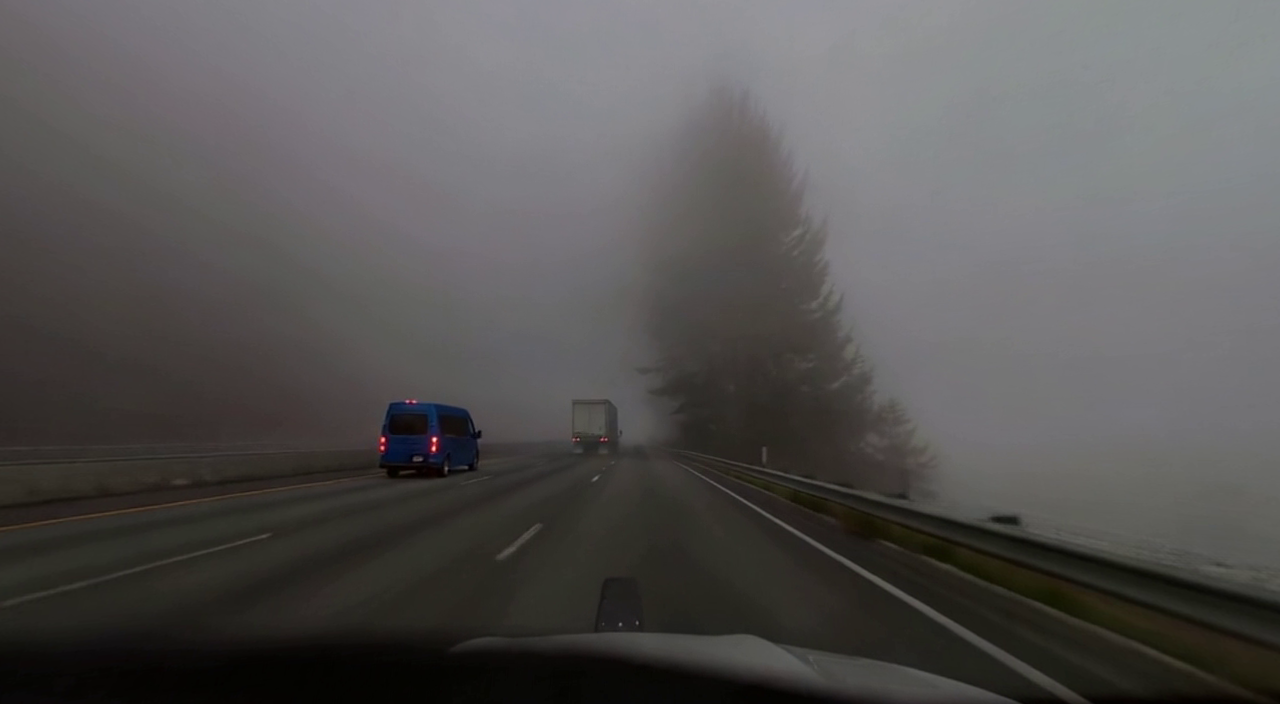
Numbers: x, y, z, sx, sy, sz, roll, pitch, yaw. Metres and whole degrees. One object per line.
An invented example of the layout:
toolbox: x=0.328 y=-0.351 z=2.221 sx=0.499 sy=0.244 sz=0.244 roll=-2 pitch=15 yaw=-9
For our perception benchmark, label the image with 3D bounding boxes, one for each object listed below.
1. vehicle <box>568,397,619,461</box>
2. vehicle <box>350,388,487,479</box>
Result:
vehicle: x=-3.190 y=5.636 z=45.897 sx=3.173 sy=4.185 sz=8.360 roll=0 pitch=-8 yaw=-1
vehicle: x=-7.656 y=2.952 z=22.871 sx=2.396 sy=2.763 sz=6.935 roll=0 pitch=-8 yaw=0
